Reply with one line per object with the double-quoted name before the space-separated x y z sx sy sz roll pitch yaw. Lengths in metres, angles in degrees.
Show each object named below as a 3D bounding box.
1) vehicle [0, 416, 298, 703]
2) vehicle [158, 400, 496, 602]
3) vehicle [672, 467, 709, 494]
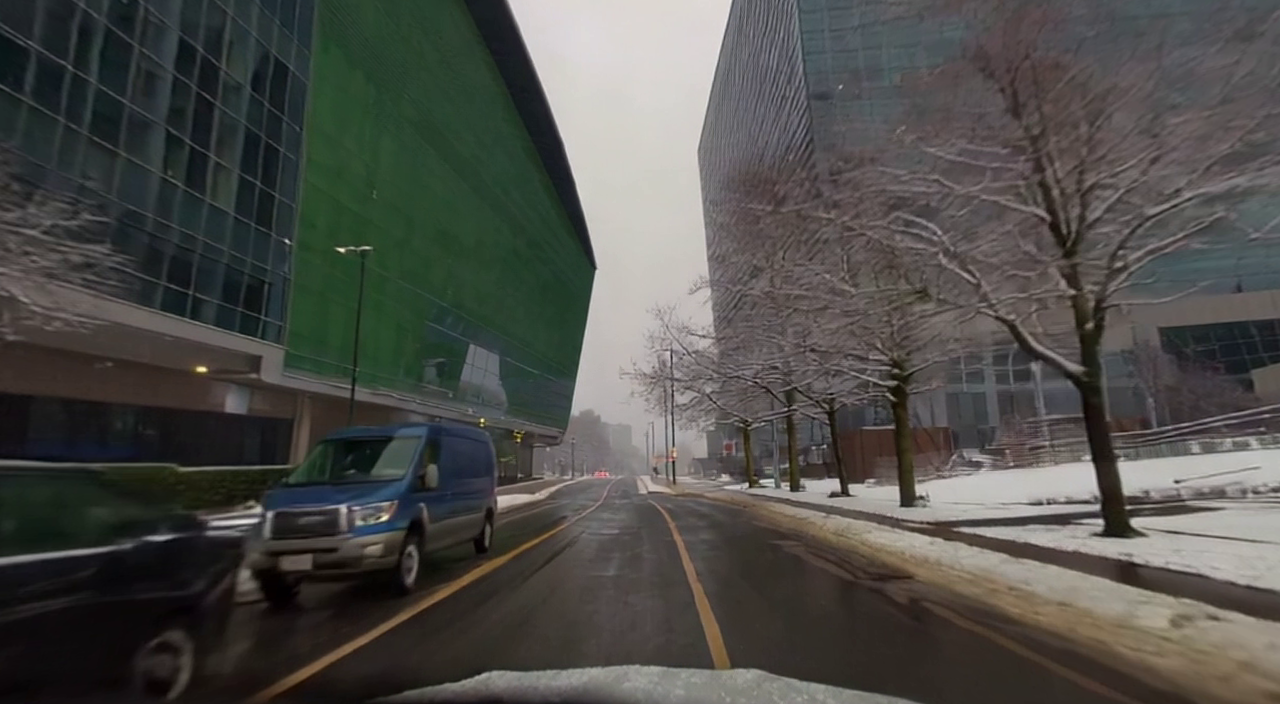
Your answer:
"vehicle" -3.712 1.034 2.631 1.853 1.495 4.632 -2 -10 2
"vehicle" -3.744 1.952 8.930 2.148 2.024 4.884 0 -10 1
"vehicle" 2.938 7.599 37.565 1.899 1.470 3.666 1 -10 0
